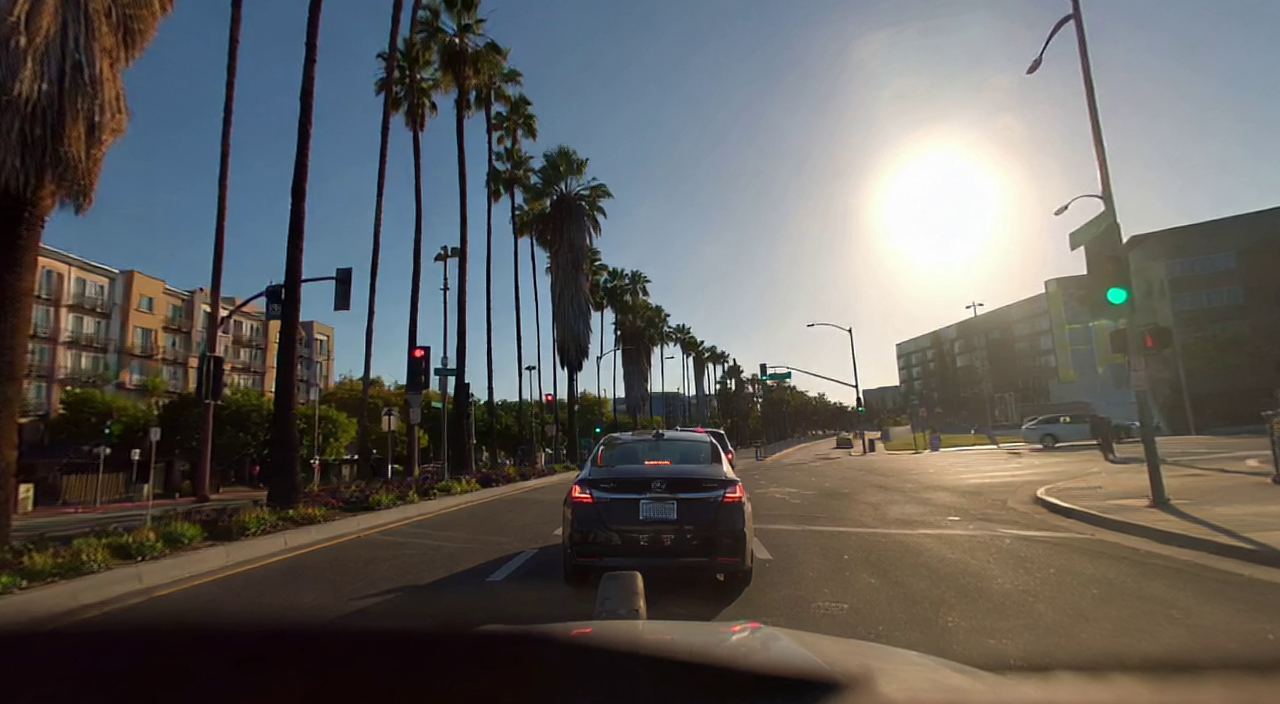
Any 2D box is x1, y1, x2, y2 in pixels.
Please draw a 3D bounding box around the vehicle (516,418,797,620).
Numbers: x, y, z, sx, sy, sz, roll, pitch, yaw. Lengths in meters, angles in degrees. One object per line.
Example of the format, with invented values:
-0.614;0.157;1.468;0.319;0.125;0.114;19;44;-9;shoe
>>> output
0.148;1.555;6.825;2.096;1.492;4.071;0;-9;1;vehicle
